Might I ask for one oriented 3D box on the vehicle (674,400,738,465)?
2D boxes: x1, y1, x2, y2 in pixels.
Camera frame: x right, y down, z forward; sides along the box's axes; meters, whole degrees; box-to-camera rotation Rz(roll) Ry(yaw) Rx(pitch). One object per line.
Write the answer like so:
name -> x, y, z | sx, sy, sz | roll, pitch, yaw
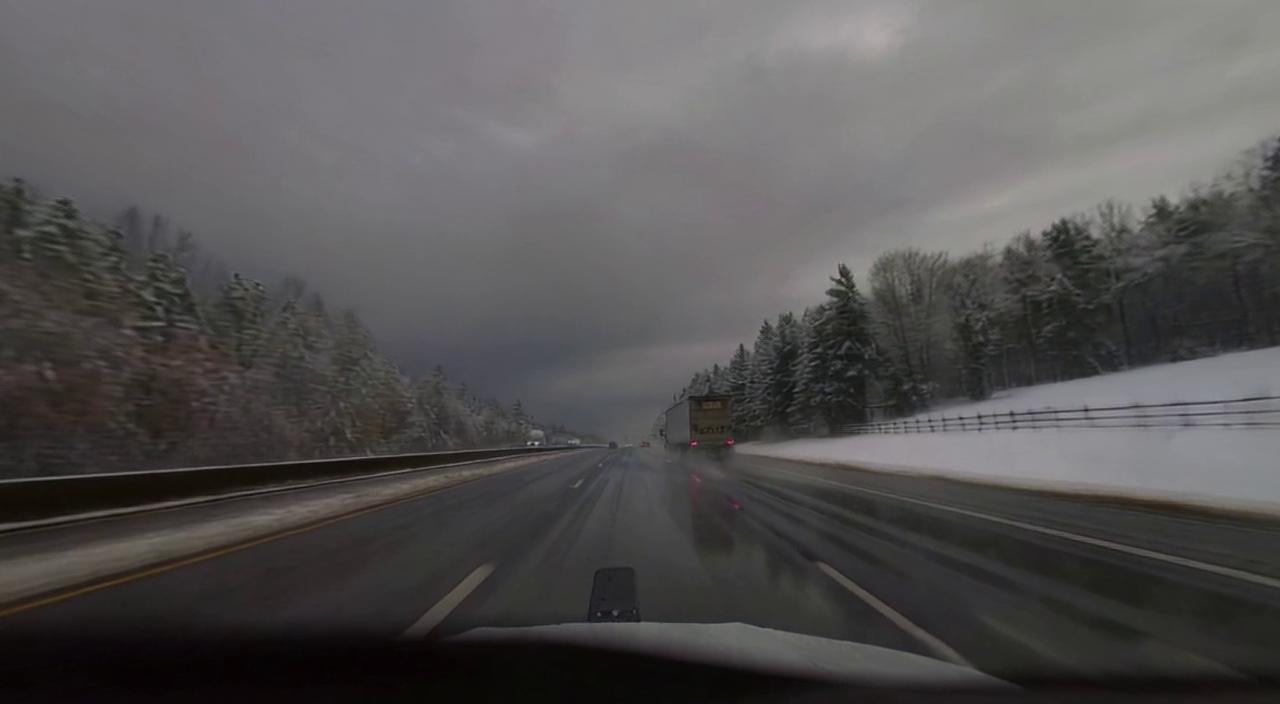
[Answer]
vehicle -> 3.672, 4.718, 36.779 | 2.766, 3.349, 7.796 | 0, -8, -1
